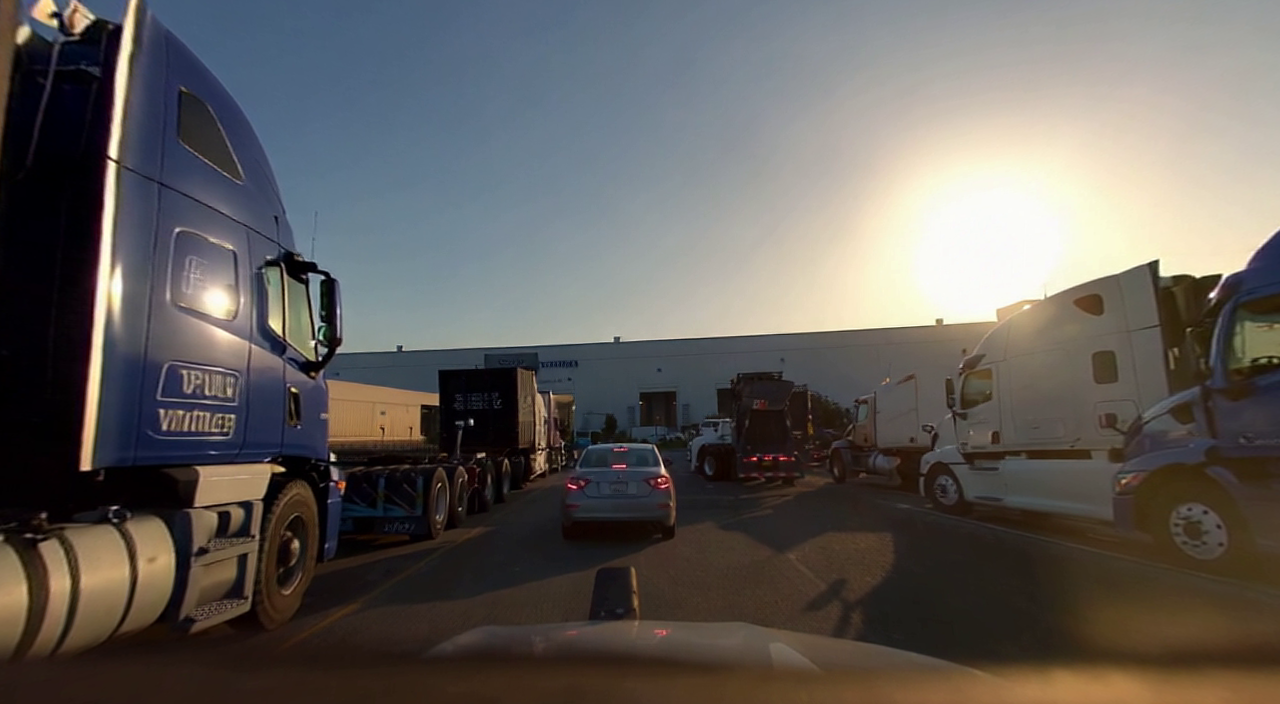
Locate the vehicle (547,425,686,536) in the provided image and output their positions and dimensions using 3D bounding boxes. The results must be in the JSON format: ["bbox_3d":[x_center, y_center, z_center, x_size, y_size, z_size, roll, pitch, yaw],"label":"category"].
[{"bbox_3d":[-0.401,2.304,11.732,2.140,1.682,3.971,0,-9,-1],"label":"vehicle"}]

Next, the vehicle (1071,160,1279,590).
[{"bbox_3d":[11.162,-0.264,3.684,13.564,4.152,3.110,-9,-12,42],"label":"vehicle"}]

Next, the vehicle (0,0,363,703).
[{"bbox_3d":[-3.962,-0.128,1.071,2.986,3.391,9.523,0,-9,-3],"label":"vehicle"}]

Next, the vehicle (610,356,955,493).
[{"bbox_3d":[4.475,3.131,25.420,2.877,4.124,14.516,4,-10,-41],"label":"vehicle"}]
